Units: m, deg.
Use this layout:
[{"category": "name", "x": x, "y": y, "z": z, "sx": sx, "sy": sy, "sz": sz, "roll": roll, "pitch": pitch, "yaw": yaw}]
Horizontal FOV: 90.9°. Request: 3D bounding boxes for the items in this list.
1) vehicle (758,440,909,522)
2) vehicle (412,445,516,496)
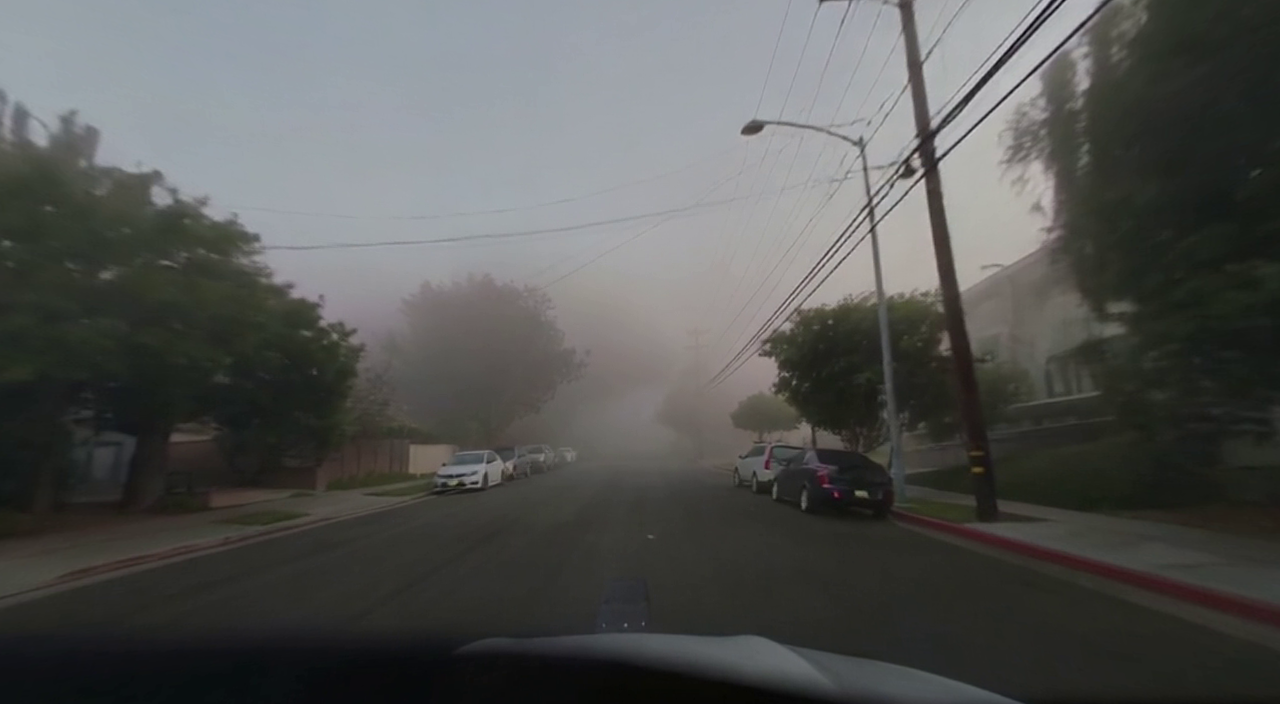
[{"category": "vehicle", "x": 3.853, "y": 2.621, "z": 13.369, "sx": 1.851, "sy": 1.438, "sz": 4.177, "roll": 0, "pitch": -9, "yaw": 0}, {"category": "vehicle", "x": -5.977, "y": 4.067, "z": 22.152, "sx": 2.231, "sy": 1.492, "sz": 4.727, "roll": 0, "pitch": -8, "yaw": 1}]
